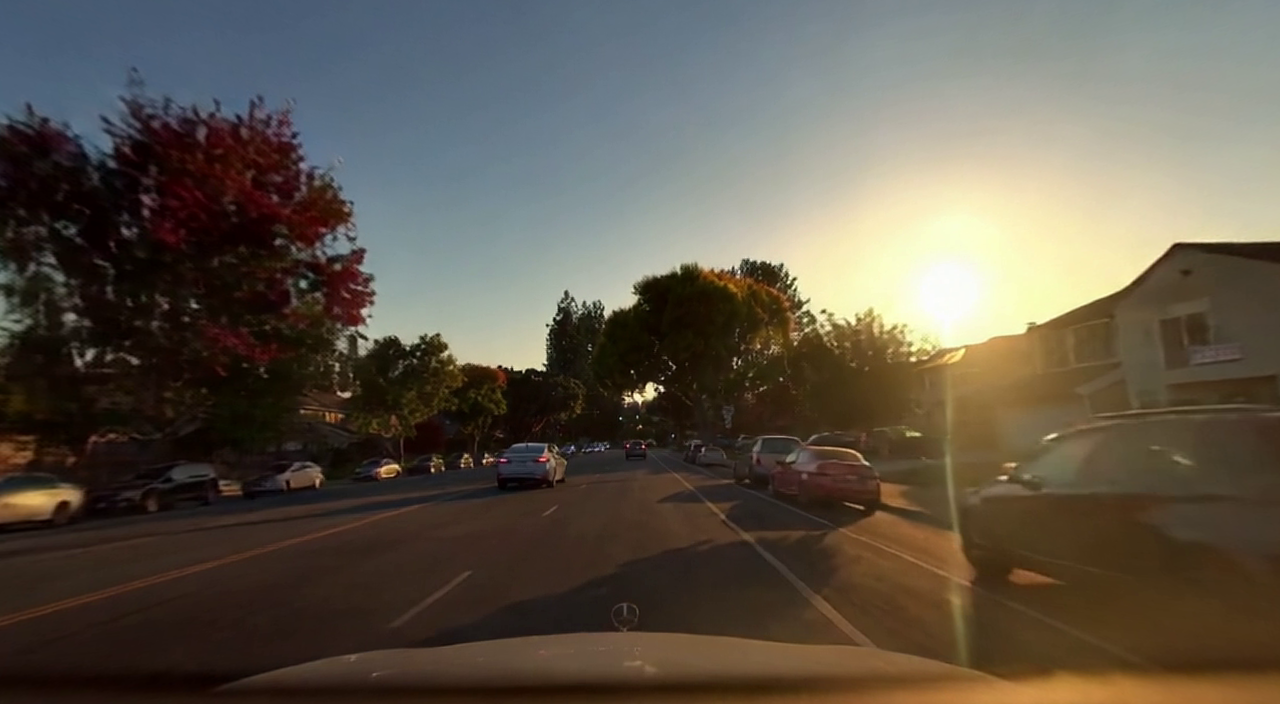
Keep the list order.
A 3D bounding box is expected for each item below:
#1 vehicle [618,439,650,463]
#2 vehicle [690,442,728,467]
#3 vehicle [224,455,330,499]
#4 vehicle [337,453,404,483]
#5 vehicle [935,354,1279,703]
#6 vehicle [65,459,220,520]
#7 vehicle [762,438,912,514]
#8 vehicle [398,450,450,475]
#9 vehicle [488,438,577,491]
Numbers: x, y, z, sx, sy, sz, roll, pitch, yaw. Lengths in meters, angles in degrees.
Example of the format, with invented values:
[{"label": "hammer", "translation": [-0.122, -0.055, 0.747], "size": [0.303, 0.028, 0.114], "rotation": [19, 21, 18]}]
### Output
[{"label": "vehicle", "translation": [-0.405, 6.754, 43.231], "size": [2.088, 1.495, 4.048], "rotation": [0, -8, -1]}, {"label": "vehicle", "translation": [4.230, 6.352, 39.364], "size": [1.890, 1.459, 4.371], "rotation": [0, -8, 0]}, {"label": "vehicle", "translation": [-14.730, 5.080, 25.930], "size": [1.811, 1.433, 4.564], "rotation": [-6, -10, -2]}, {"label": "vehicle", "translation": [-14.602, 6.283, 34.456], "size": [1.847, 1.494, 4.189], "rotation": [0, -8, -1]}, {"label": "vehicle", "translation": [4.117, 1.116, 4.464], "size": [1.943, 1.788, 4.462], "rotation": [0, -8, 1]}, {"label": "vehicle", "translation": [-14.543, 4.011, 18.771], "size": [1.681, 1.419, 3.859], "rotation": [-5, -10, -4]}, {"label": "vehicle", "translation": [4.371, 2.814, 14.940], "size": [1.933, 1.463, 4.735], "rotation": [0, -8, -1]}, {"label": "vehicle", "translation": [-14.671, 7.530, 43.176], "size": [1.898, 1.530, 4.675], "rotation": [0, -8, -1]}, {"label": "vehicle", "translation": [-3.260, 3.511, 20.142], "size": [2.027, 1.477, 4.413], "rotation": [0, -8, 1]}]
